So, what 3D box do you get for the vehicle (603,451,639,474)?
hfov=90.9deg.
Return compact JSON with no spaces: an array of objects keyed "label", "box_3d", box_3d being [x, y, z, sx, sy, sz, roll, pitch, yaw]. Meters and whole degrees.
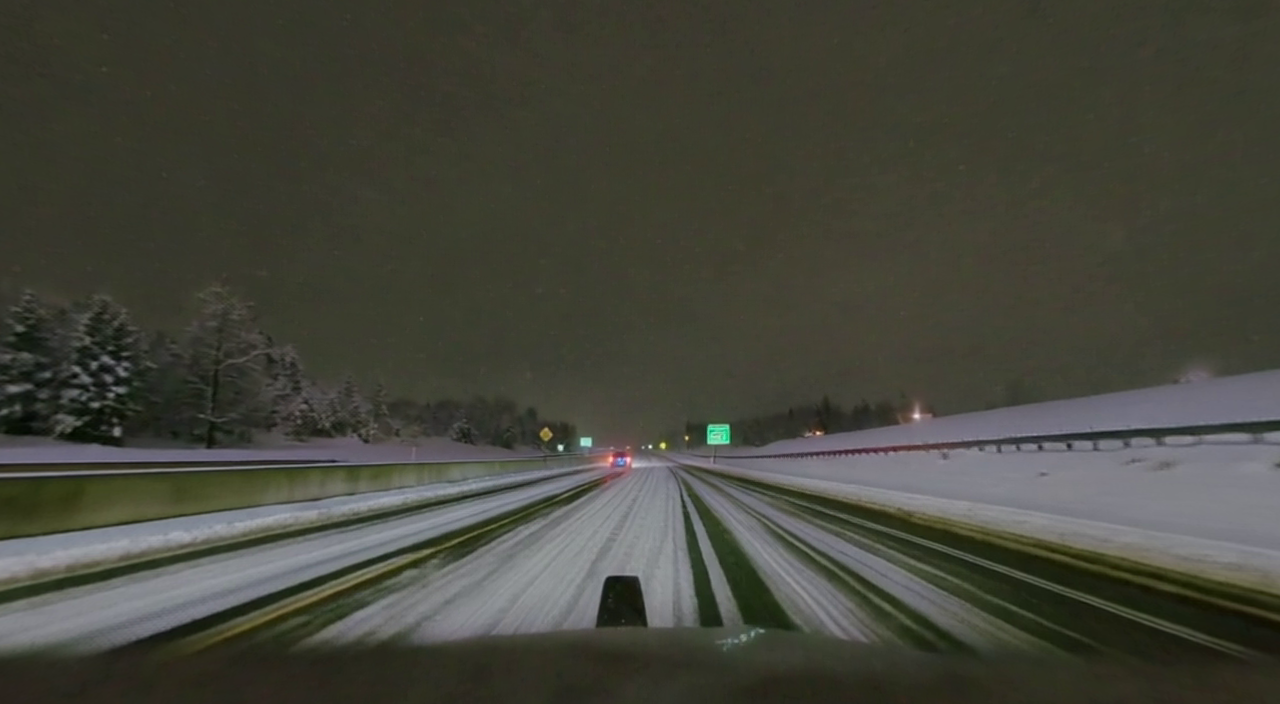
[{"label":"vehicle","box_3d":[-1.332,8.040,46.093,2.172,1.587,4.518,-1,-9,3]}]
